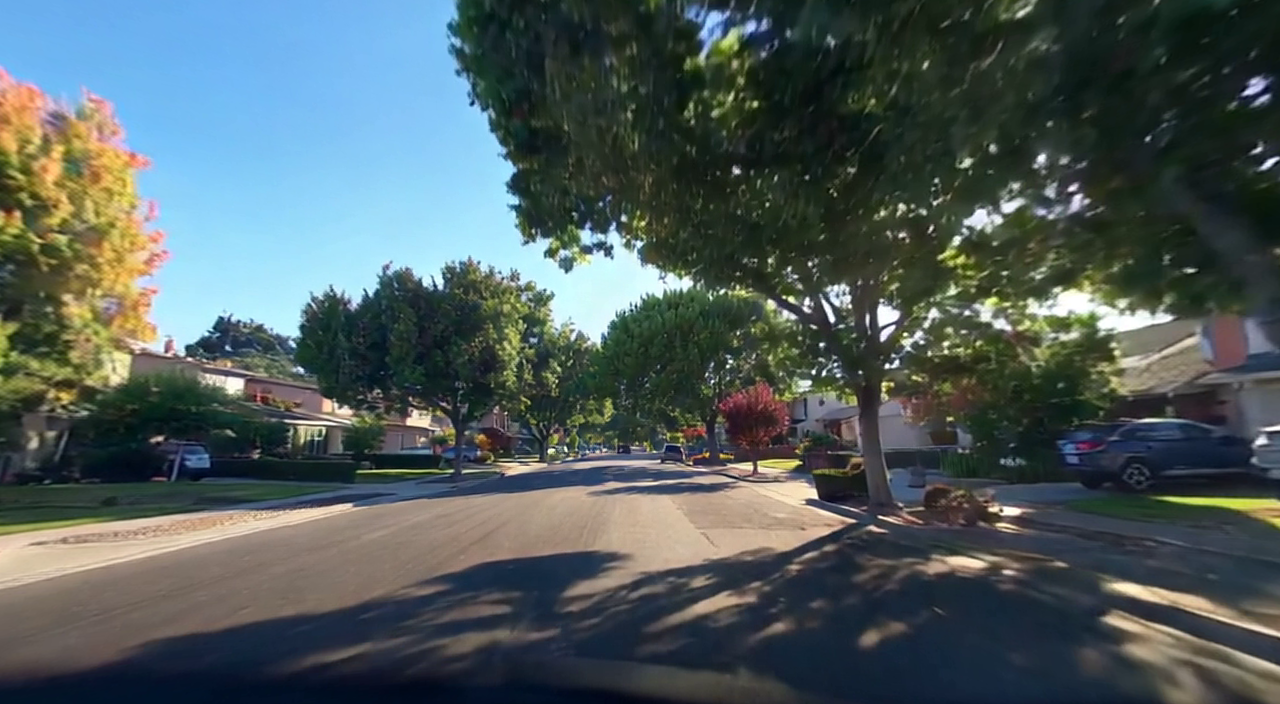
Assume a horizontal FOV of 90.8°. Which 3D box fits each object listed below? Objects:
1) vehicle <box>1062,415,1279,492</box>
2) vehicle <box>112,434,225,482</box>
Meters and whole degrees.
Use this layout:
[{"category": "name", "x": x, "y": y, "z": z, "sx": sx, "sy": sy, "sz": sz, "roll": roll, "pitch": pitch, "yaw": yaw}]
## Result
[{"category": "vehicle", "x": 12.321, "y": 2.273, "z": 14.195, "sx": 4.378, "sy": 1.529, "sz": 1.886, "roll": -5, "pitch": -10, "yaw": 26}, {"category": "vehicle", "x": -17.539, "y": 3.932, "z": 23.790, "sx": 1.957, "sy": 1.602, "sz": 4.326, "roll": 2, "pitch": -9, "yaw": -17}]
